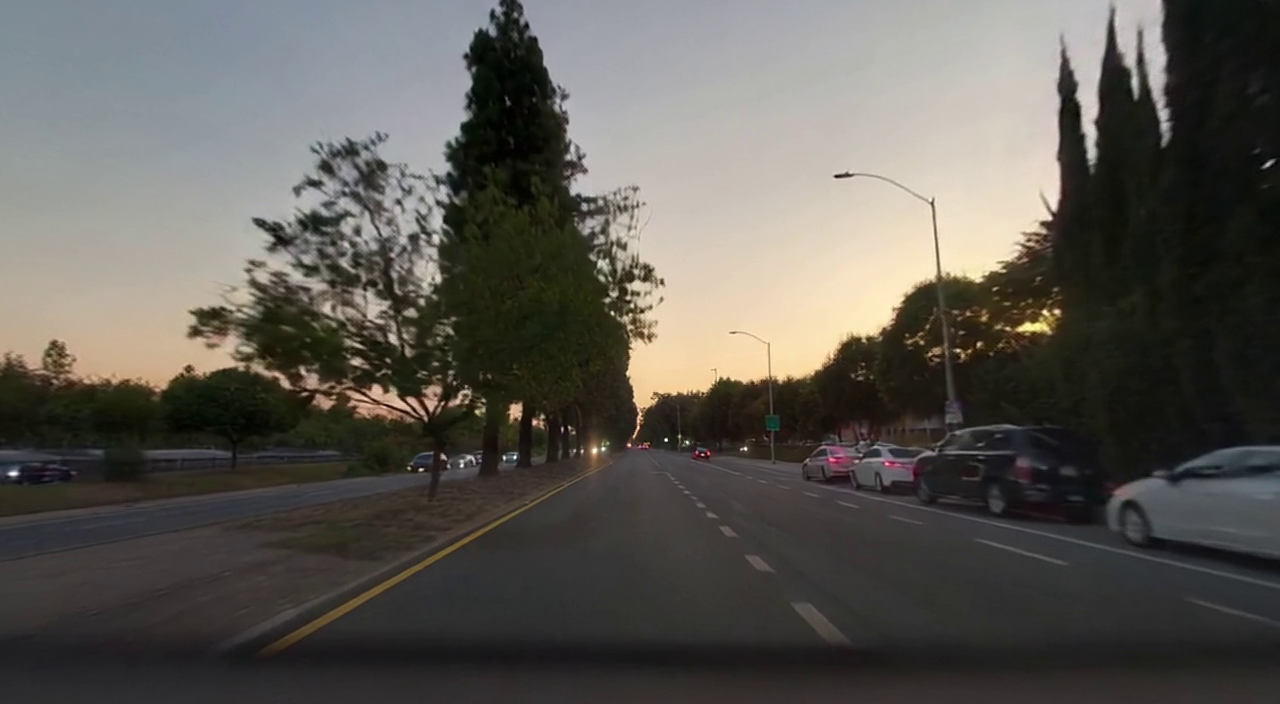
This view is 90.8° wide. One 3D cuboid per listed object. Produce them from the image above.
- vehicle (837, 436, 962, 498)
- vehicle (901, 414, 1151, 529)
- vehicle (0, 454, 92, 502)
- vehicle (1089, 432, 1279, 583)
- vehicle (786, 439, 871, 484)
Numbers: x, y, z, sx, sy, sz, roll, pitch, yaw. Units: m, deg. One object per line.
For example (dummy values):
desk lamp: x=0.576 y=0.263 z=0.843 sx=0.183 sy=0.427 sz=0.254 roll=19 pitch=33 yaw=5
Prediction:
vehicle: x=7.426 y=3.317 z=18.608 sx=1.773 sy=1.575 sz=4.168 roll=0 pitch=-8 yaw=-2
vehicle: x=7.371 y=2.319 z=12.838 sx=1.998 sy=1.873 sz=4.659 roll=0 pitch=-8 yaw=-1
vehicle: x=-27.688 y=5.568 z=28.245 sx=2.180 sy=1.915 sz=5.140 roll=1 pitch=-9 yaw=-7
vehicle: x=7.340 y=1.565 z=6.448 sx=1.975 sy=1.479 sz=4.632 roll=0 pitch=-8 yaw=-2
vehicle: x=7.197 y=4.223 z=24.638 sx=1.838 sy=1.554 sz=4.607 roll=0 pitch=-8 yaw=-1
